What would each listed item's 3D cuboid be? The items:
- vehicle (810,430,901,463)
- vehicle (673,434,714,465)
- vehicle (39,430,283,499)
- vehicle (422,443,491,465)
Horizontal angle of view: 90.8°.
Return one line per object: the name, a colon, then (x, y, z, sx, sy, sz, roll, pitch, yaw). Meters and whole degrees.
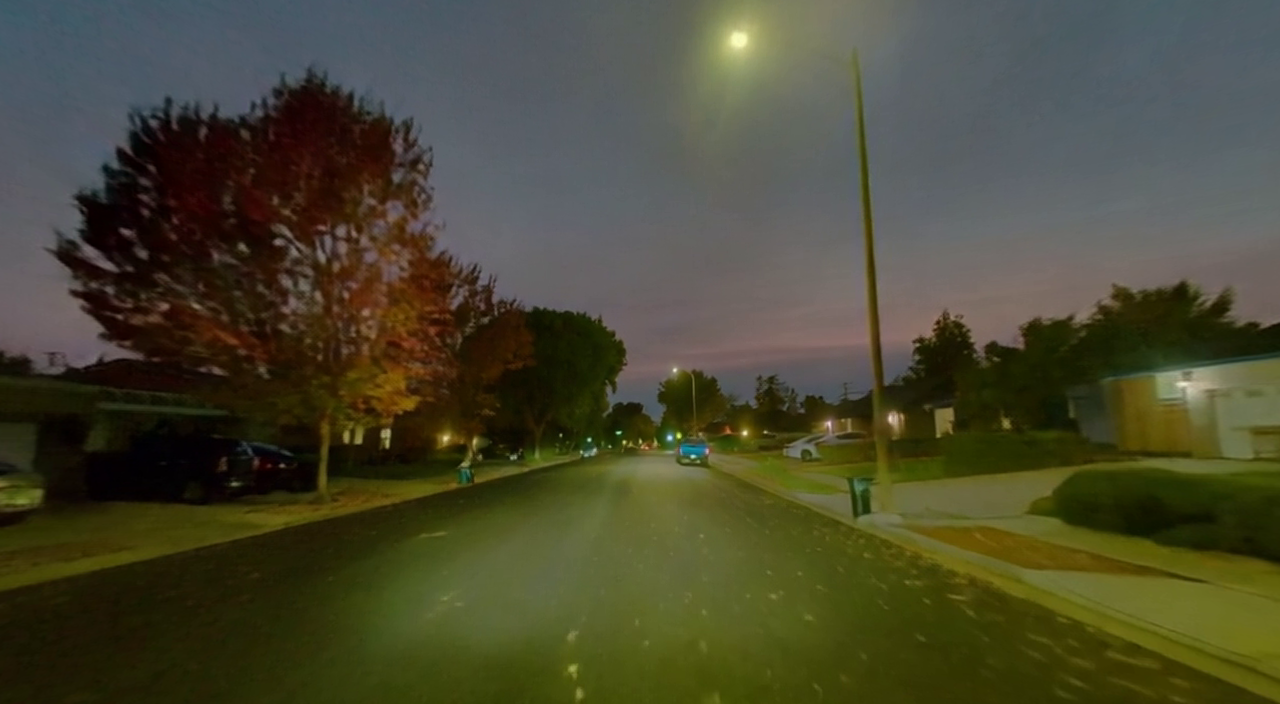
vehicle: (11.381, 5.000, 33.607, 4.069, 1.680, 2.156, 0, -7, 3)
vehicle: (3.628, 6.723, 43.700, 2.313, 1.962, 6.029, 0, -8, 0)
vehicle: (-13.646, 3.219, 18.281, 5.286, 1.847, 2.166, 0, -8, 2)
vehicle: (-12.899, 7.201, 44.644, 4.225, 1.498, 1.917, 0, -8, 2)
